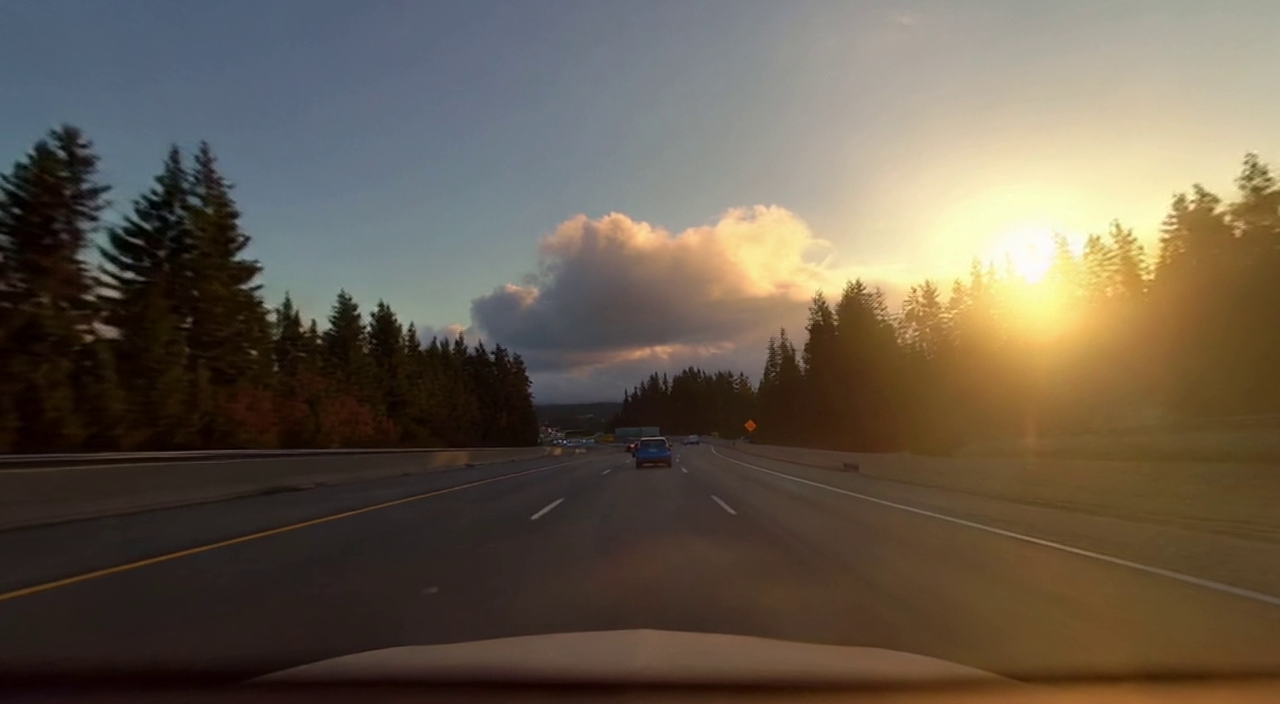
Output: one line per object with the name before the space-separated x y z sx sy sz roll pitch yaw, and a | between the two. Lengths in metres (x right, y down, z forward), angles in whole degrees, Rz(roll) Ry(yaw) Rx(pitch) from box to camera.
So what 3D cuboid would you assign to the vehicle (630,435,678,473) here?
vehicle | 0.669 4.894 30.439 2.133 1.686 4.203 0 -8 1
